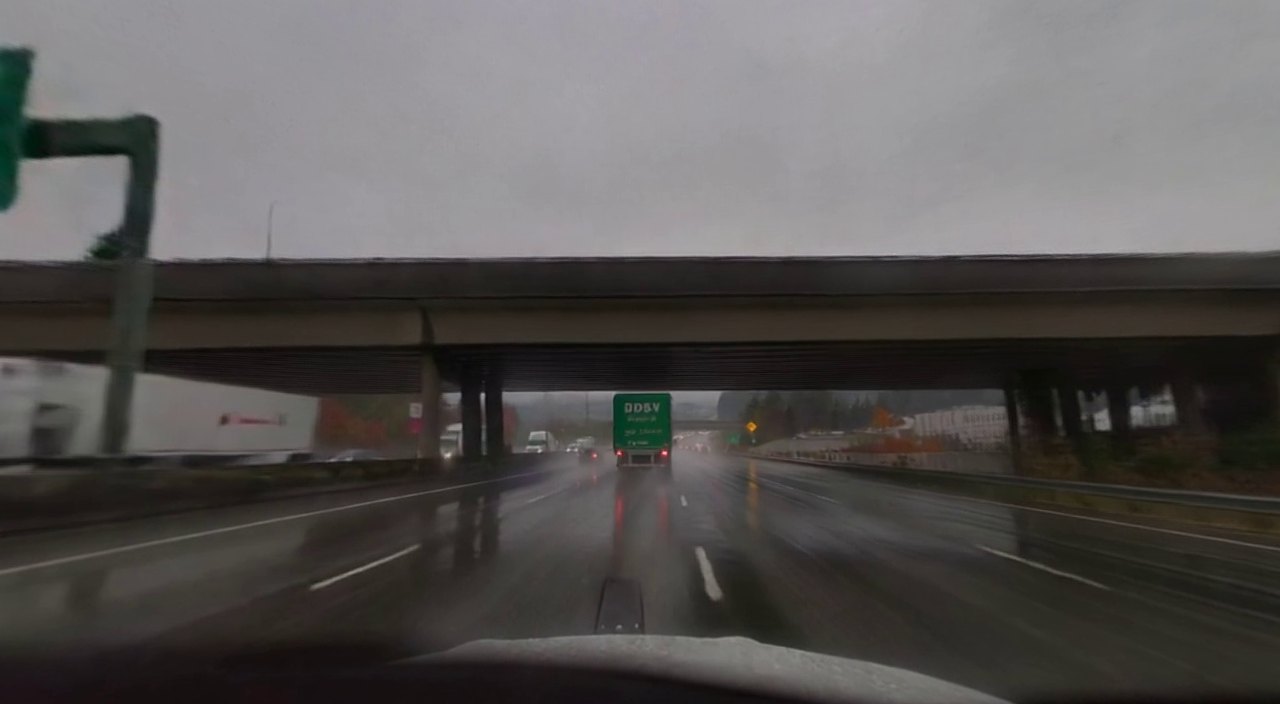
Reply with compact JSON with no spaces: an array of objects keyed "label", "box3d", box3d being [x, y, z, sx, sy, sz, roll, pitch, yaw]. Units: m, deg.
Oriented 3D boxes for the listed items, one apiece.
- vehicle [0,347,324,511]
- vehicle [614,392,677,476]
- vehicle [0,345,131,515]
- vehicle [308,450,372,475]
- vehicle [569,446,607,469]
[{"label":"vehicle","box3d":[-16.344,2.886,22.127,2.854,3.980,13.645,-1,-9,2]},{"label":"vehicle","box3d":[0.441,4.891,36.492,3.025,4.002,12.709,0,-9,2]},{"label":"vehicle","box3d":[-16.598,1.941,15.402,3.017,3.970,5.806,0,-9,2]},{"label":"vehicle","box3d":[-19.345,7.126,40.733,1.775,1.494,4.521,0,-9,2]},{"label":"vehicle","box3d":[-3.449,7.150,42.731,1.958,1.467,4.737,-1,-9,3]}]
